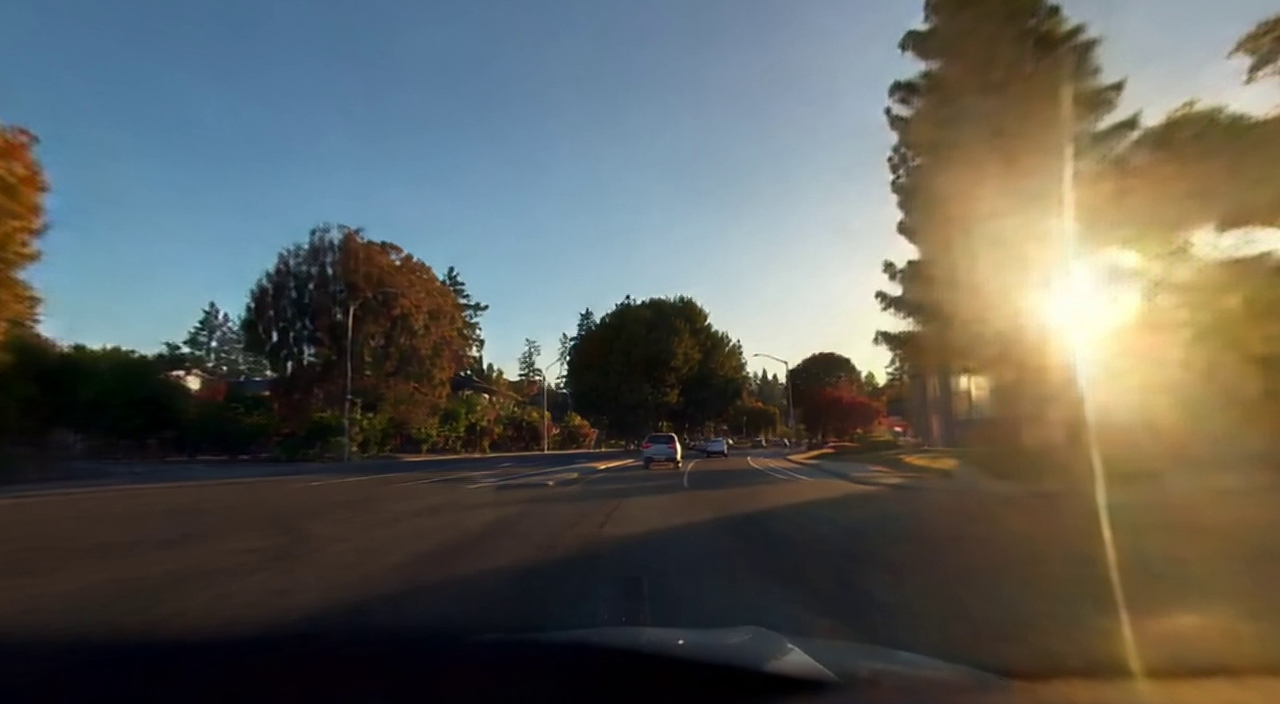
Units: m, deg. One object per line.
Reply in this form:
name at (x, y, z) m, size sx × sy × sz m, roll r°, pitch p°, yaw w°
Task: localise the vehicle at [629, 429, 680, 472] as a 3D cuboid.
vehicle at (0.810, 4.929, 31.607) m, size 2.072 × 2.002 × 4.391 m, roll -1°, pitch -8°, yaw 7°
